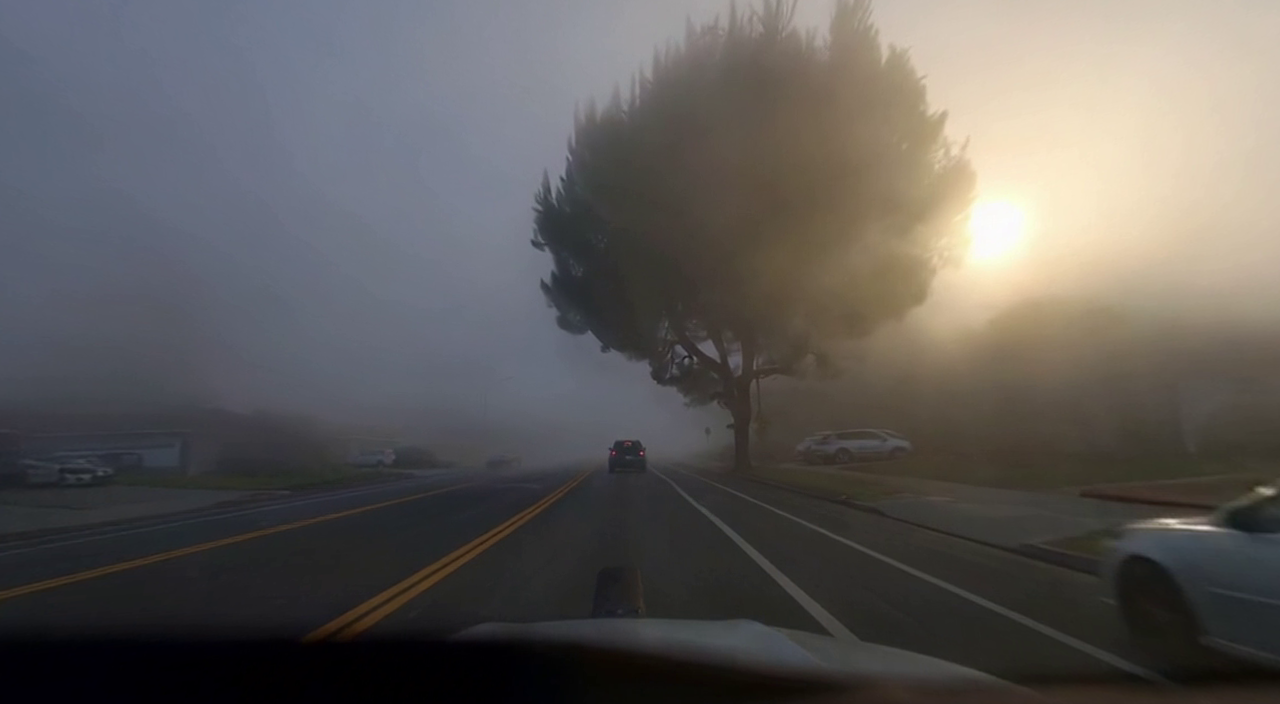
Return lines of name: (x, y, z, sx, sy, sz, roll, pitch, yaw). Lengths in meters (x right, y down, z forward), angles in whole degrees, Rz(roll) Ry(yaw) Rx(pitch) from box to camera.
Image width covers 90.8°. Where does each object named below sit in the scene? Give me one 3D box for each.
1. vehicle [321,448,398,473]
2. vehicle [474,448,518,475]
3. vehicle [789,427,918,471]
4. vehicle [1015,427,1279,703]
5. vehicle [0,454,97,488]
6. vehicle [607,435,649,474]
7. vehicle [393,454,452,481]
vehicle: (-20.213, 7.835, 45.701, 4.627, 1.720, 1.983, 0, -9, -5)
vehicle: (-8.735, 6.659, 38.506, 1.791, 1.514, 3.702, 0, -8, 0)
vehicle: (10.475, 4.761, 31.275, 5.526, 1.849, 2.213, -2, -6, -2)
vehicle: (4.317, 1.082, 2.914, 2.001, 1.480, 5.022, 0, -8, -1)
vehicle: (-27.571, 5.313, 28.354, 4.428, 1.450, 2.173, 0, -8, 2)
vehicle: (-0.607, 5.608, 34.807, 2.153, 1.942, 4.767, 0, -8, 0)
vehicle: (-13.488, 7.152, 39.444, 1.950, 1.530, 4.856, 0, -8, 0)
